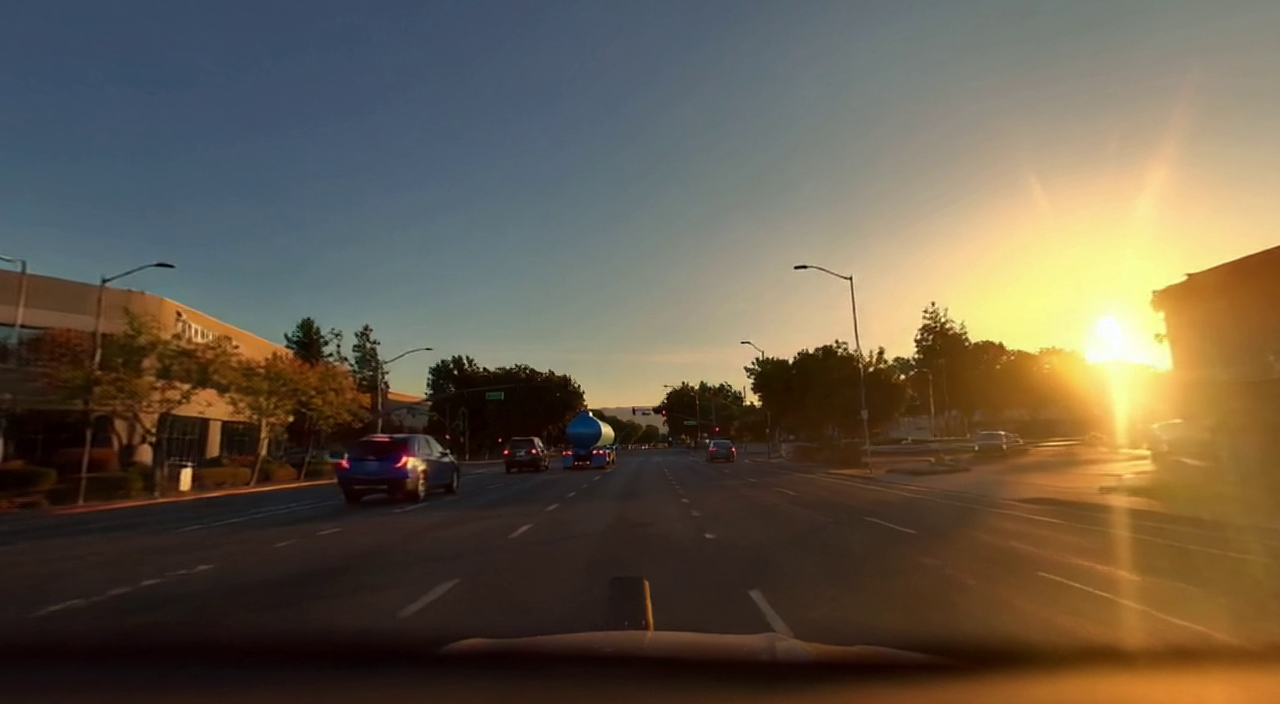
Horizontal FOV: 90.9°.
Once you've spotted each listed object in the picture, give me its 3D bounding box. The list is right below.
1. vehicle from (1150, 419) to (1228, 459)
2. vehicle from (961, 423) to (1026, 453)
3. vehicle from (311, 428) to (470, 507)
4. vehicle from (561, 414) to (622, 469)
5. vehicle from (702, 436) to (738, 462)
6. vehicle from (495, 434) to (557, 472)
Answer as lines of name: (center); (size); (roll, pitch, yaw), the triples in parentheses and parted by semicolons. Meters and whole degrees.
vehicle: (23.405, 3.696, 27.030); (1.924, 1.467, 4.572); (-9, -10, 35)
vehicle: (23.554, 5.738, 41.863); (2.380, 1.890, 5.620); (-8, -11, 42)
vehicle: (-6.262, 2.949, 16.562); (2.179, 1.750, 4.621); (0, -8, 2)
vehicle: (-2.898, 6.079, 42.491); (2.841, 3.004, 14.901); (0, -8, 1)
vehicle: (6.196, 7.610, 49.427); (2.093, 1.926, 4.749); (0, -8, -2)
vehicle: (-6.336, 5.707, 35.799); (2.375, 1.989, 5.497); (0, -8, 1)
